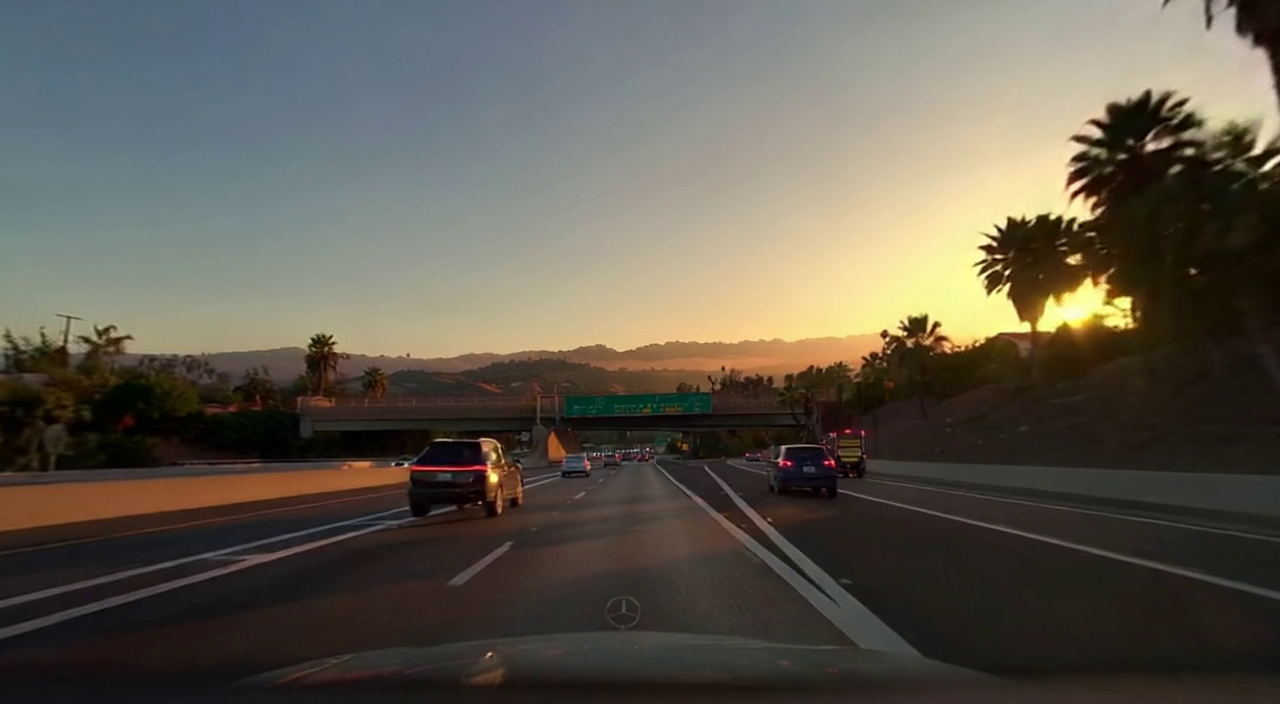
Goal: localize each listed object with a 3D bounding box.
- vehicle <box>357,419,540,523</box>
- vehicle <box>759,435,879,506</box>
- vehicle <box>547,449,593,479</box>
[{"bbox_3d":[-4.113,2.726,14.952,2.420,1.937,5.916,0,-9,1],"label":"vehicle"},{"bbox_3d":[5.055,3.449,18.745,2.303,1.791,5.247,-1,-9,3],"label":"vehicle"},{"bbox_3d":[-3.920,6.367,36.045,2.052,1.545,4.470,0,-9,1],"label":"vehicle"}]
